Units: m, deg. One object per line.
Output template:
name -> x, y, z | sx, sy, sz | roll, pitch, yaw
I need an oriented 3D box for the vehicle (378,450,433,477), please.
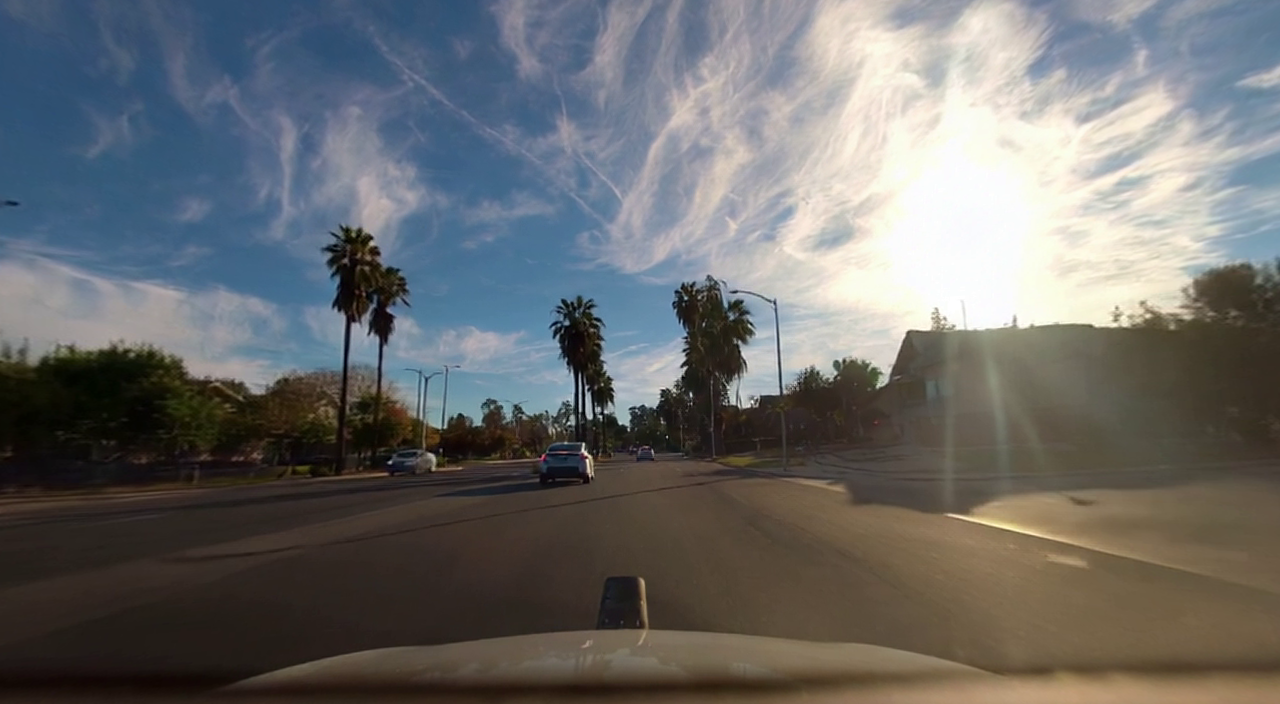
vehicle -> -17.352, 8.250, 46.887 | 2.105, 1.871, 4.969 | 0, -9, 1

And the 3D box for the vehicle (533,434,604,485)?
vehicle -> -2.988, 4.682, 27.689 | 2.370, 1.968, 5.698 | 0, -9, 1
